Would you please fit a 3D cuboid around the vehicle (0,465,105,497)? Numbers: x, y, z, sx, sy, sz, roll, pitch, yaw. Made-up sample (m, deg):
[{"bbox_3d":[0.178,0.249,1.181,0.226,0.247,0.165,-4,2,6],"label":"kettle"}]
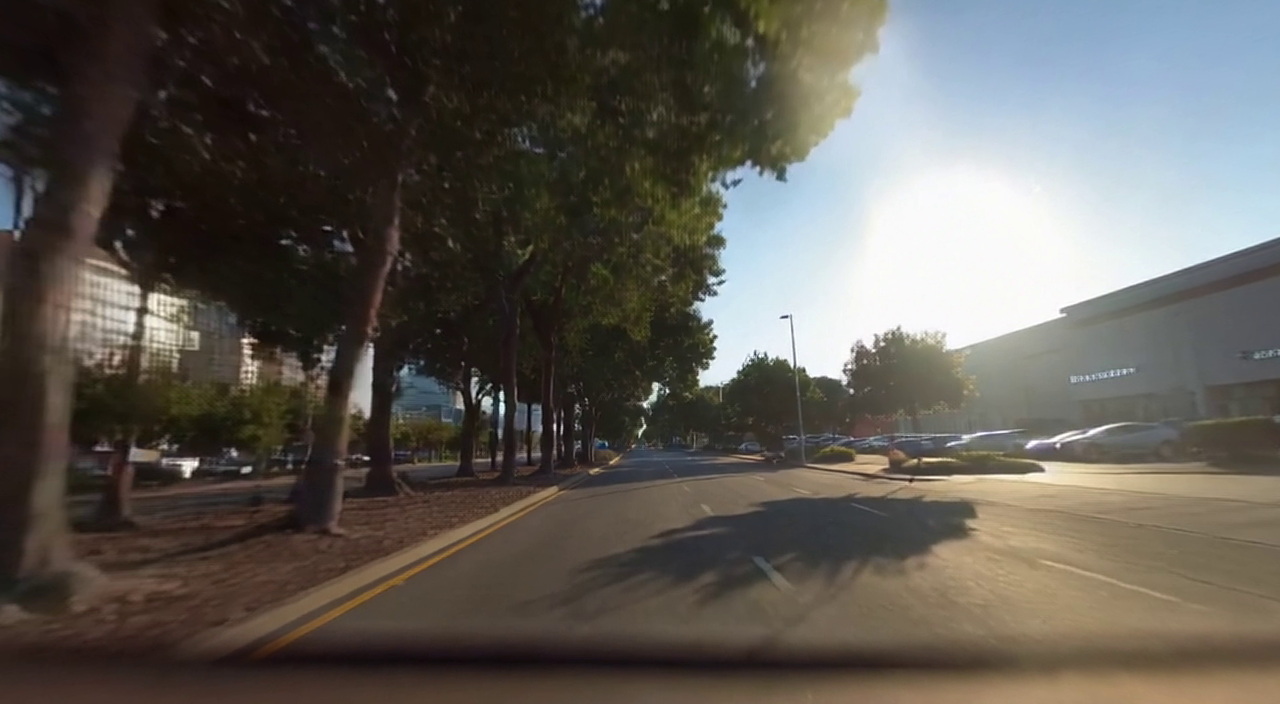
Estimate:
[{"bbox_3d":[-31.235,6.755,33.111,4.320,1.463,1.827,4,-9,-25],"label":"vehicle"}]
